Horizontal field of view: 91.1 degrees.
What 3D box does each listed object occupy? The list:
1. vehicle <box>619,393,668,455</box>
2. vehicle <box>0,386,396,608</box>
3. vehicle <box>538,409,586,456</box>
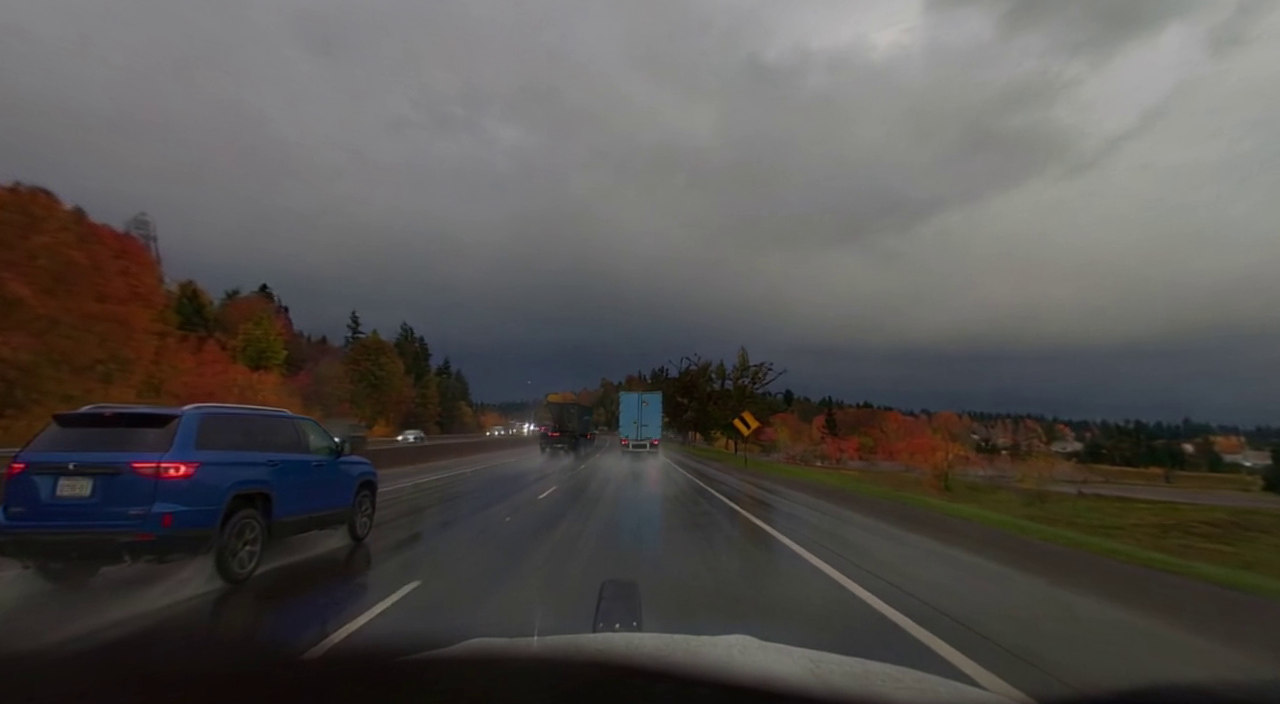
[{"bbox_3d":[0.070,5.168,44.567,3.078,3.955,8.774,0,-8,-3],"label":"vehicle"},{"bbox_3d":[-4.688,1.399,7.080,2.089,1.669,4.515,0,-8,0],"label":"vehicle"},{"bbox_3d":[-4.822,5.129,39.776,2.383,2.726,5.677,0,-8,0],"label":"vehicle"}]
